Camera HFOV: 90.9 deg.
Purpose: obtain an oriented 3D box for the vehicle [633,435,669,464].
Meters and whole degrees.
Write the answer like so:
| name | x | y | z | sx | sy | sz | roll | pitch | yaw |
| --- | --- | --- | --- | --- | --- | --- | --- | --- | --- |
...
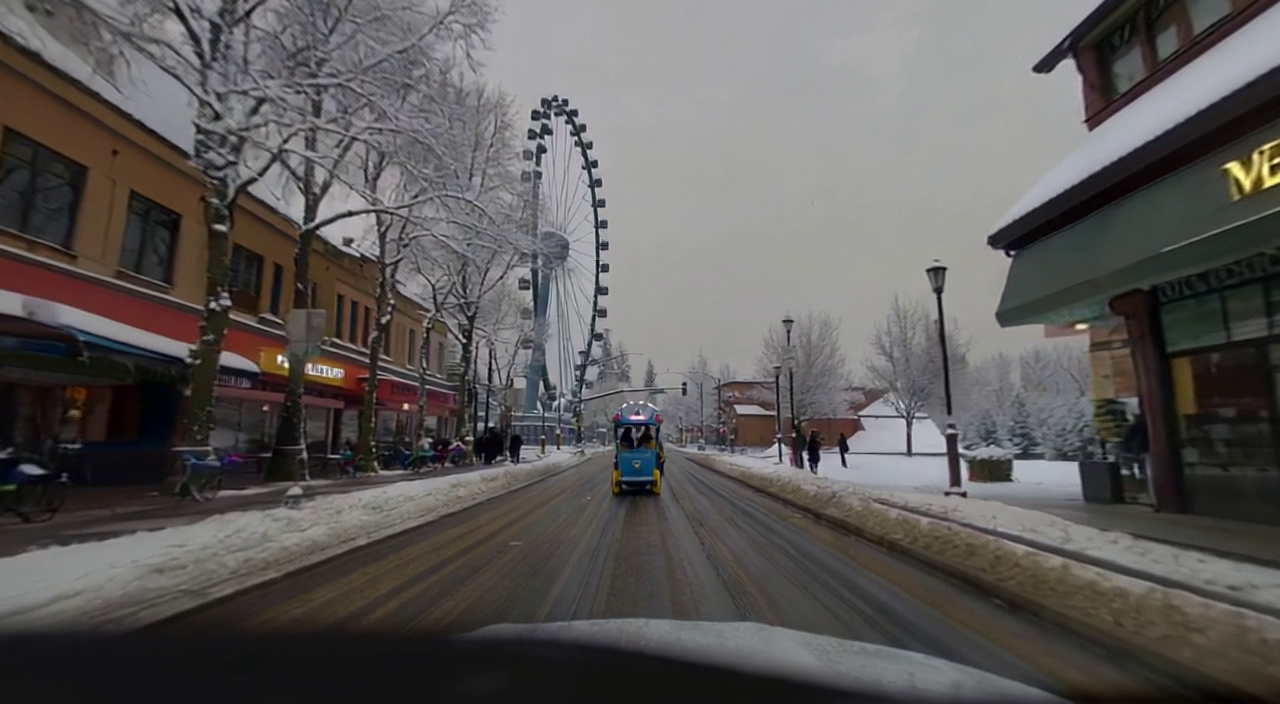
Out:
| name | x | y | z | sx | sy | sz | roll | pitch | yaw |
| --- | --- | --- | --- | --- | --- | --- | --- | --- | --- |
| vehicle | 0.706 | 6.447 | 41.621 | 2.221 | 1.773 | 4.228 | 0 | -9 | 1 |
